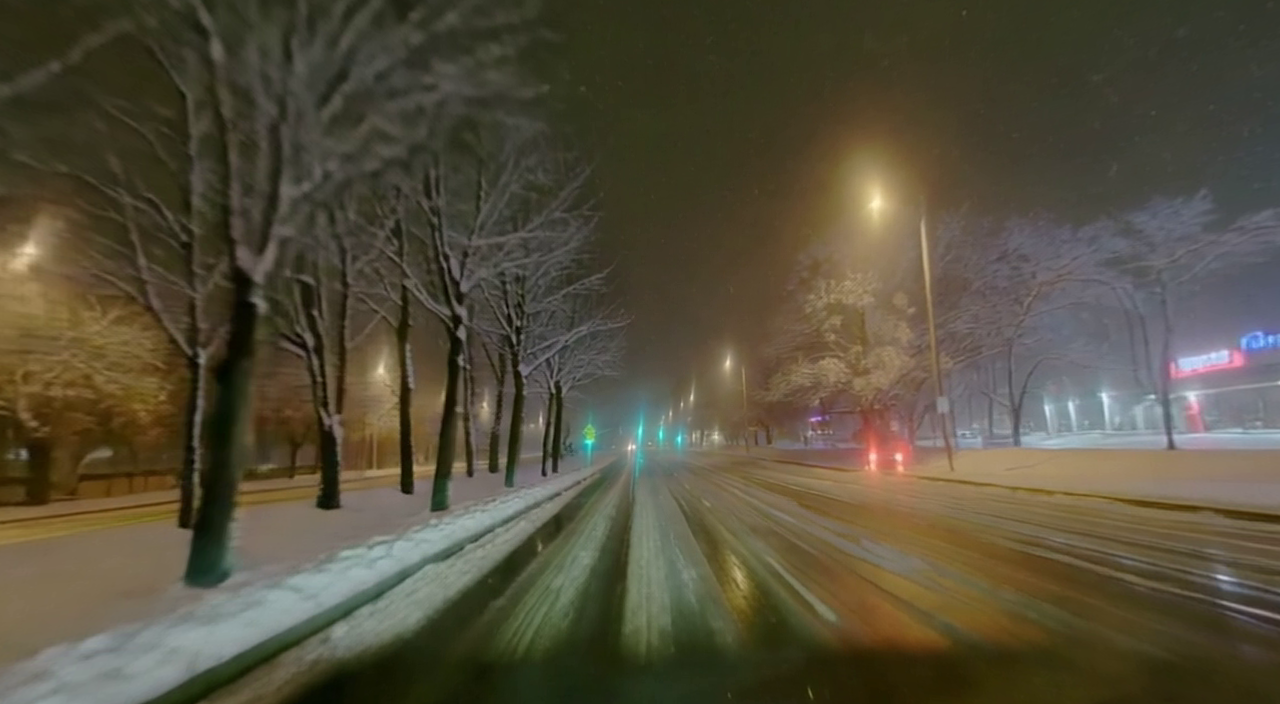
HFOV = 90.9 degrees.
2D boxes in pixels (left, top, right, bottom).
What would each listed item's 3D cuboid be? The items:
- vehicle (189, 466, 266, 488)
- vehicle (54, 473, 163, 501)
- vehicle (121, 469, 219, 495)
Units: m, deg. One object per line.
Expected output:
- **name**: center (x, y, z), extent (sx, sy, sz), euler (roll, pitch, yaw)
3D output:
- **vehicle**: center (-30.901, 9.371, 47.303), extent (4.377, 1.424, 1.936), euler (3, -9, -17)
- **vehicle**: center (-32.063, 8.135, 38.155), extent (4.540, 1.469, 1.933), euler (3, -9, -19)
- **vehicle**: center (-30.854, 8.522, 41.548), extent (4.735, 1.468, 2.047), euler (3, -9, -25)
